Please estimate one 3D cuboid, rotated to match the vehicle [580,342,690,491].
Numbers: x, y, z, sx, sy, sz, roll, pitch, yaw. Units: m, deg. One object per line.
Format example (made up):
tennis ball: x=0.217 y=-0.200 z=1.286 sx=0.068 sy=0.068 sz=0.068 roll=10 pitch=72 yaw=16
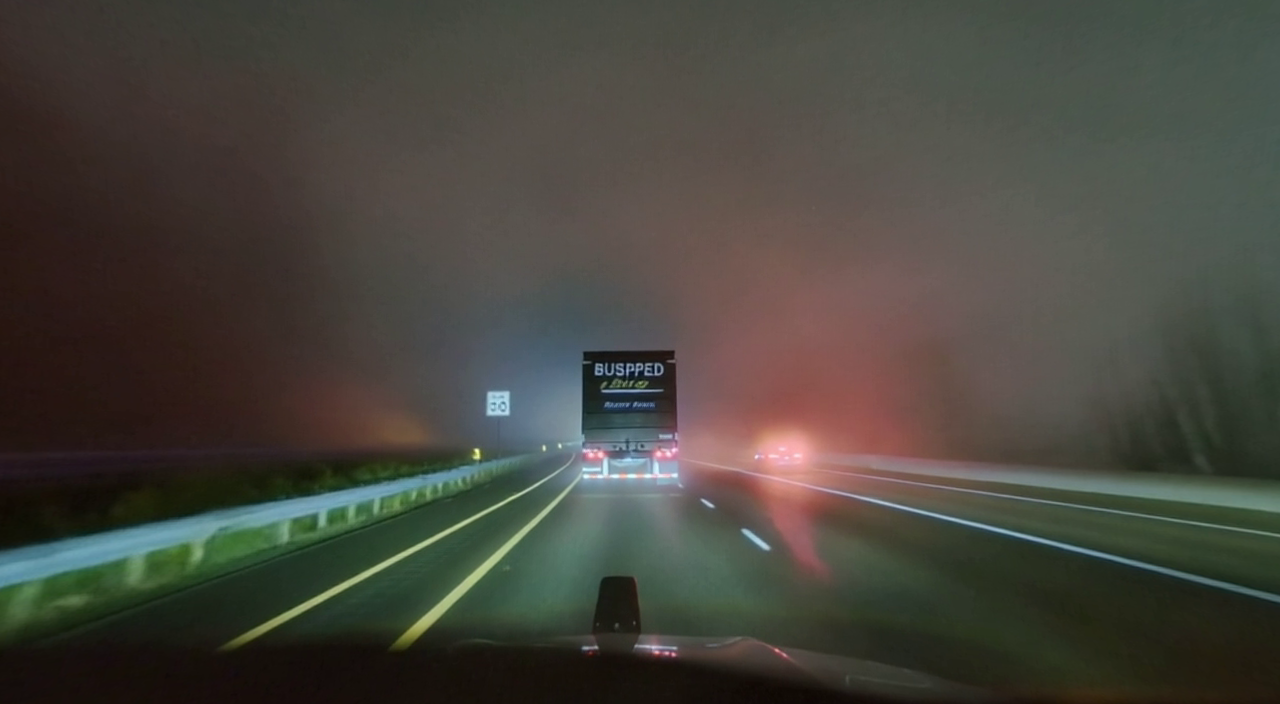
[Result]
vehicle: x=-0.325 y=2.258 z=20.947 sx=2.870 sy=3.911 sz=8.697 roll=0 pitch=-8 yaw=-3
